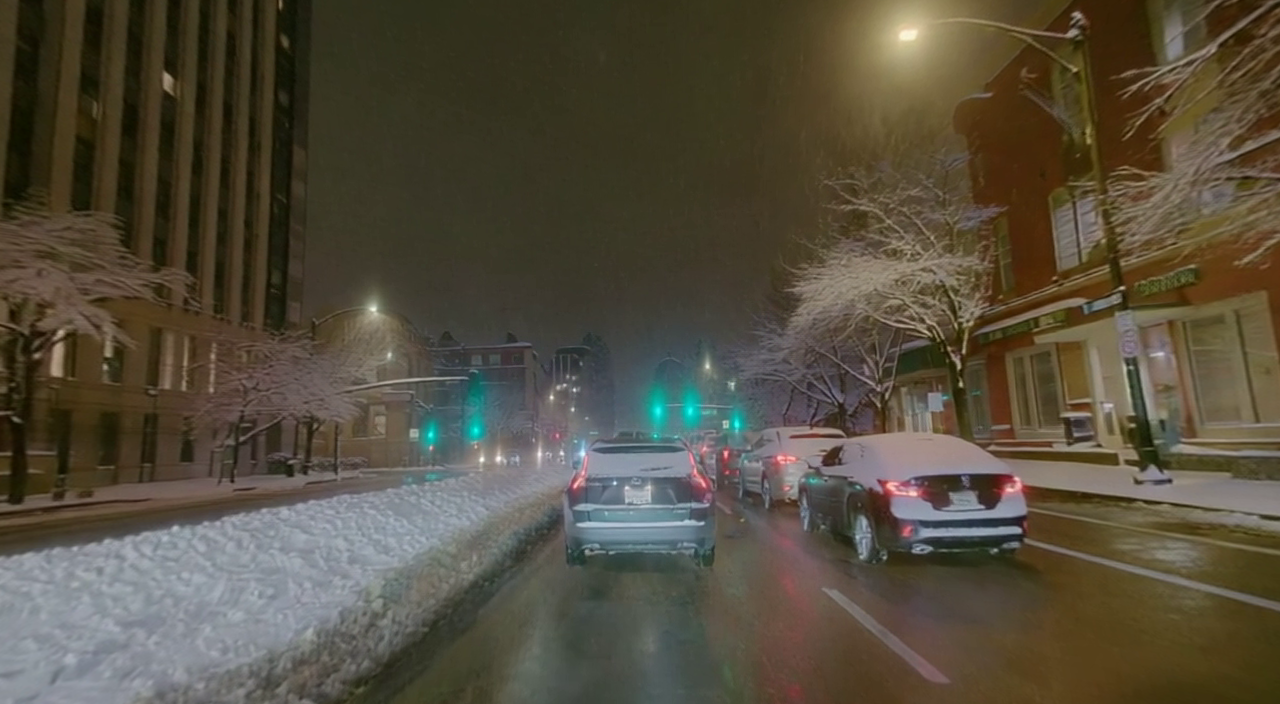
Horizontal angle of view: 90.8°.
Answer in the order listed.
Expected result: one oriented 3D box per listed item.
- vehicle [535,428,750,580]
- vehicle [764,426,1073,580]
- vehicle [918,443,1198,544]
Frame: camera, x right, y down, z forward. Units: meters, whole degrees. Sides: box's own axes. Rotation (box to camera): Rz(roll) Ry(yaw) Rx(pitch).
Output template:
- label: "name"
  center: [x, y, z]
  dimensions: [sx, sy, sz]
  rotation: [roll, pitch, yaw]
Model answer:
- label: "vehicle"
  center: [-0.014, 1.801, 8.327]
  dimensions: [2.105, 1.474, 4.127]
  rotation: [0, -8, -1]
- label: "vehicle"
  center: [3.172, 1.811, 8.484]
  dimensions: [1.995, 1.483, 4.533]
  rotation: [0, -8, -1]
- label: "vehicle"
  center: [6.527, 2.209, 10.531]
  dimensions: [1.915, 1.338, 3.874]
  rotation: [0, -8, -2]
